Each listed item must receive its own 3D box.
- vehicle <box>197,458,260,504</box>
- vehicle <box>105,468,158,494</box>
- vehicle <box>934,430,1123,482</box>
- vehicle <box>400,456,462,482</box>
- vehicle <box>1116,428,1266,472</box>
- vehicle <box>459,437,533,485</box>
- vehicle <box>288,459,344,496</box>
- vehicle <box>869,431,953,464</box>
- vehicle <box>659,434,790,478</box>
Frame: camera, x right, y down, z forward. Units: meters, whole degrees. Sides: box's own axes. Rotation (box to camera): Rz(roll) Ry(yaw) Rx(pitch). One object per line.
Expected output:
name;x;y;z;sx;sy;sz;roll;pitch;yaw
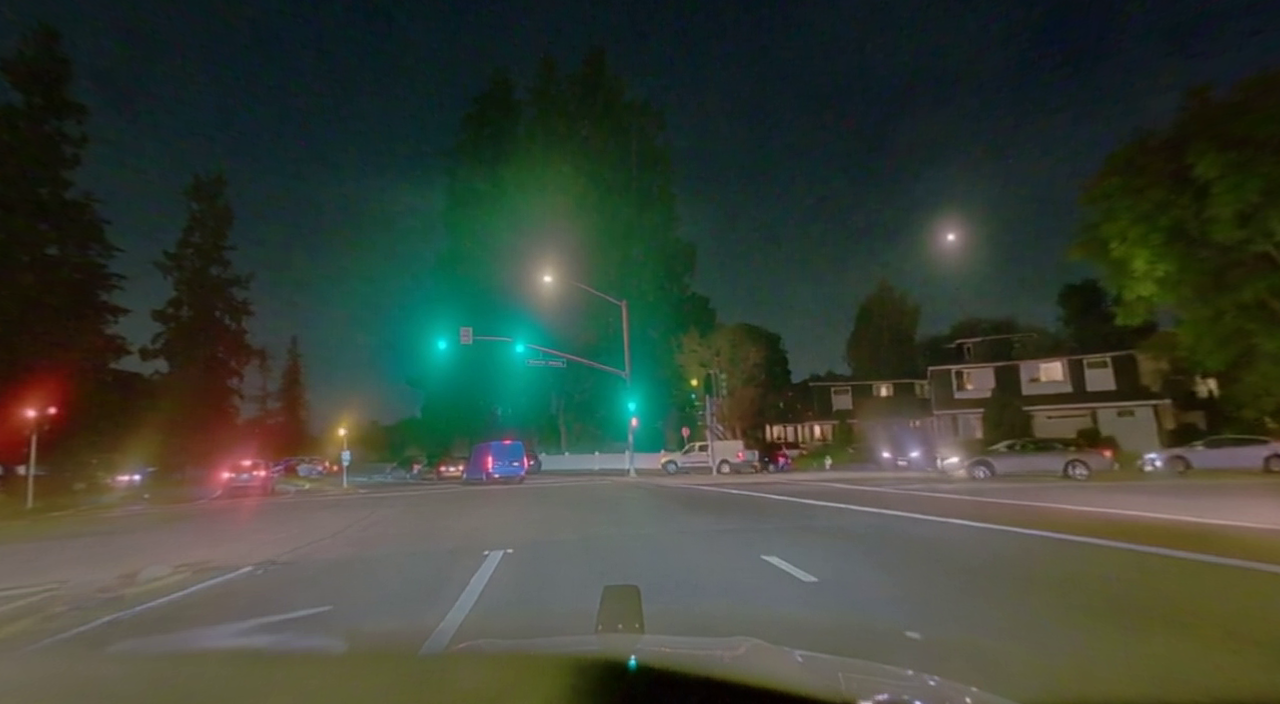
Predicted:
vehicle;-18.206;5.649;28.131;2.078;1.783;4.670;5;-10;-31
vehicle;-36.771;9.359;45.667;4.290;1.497;2.093;-12;-10;38
vehicle;11.873;3.233;19.681;4.509;1.481;2.027;-2;-9;13
vehicle;-12.646;7.013;38.127;2.008;1.445;4.386;7;-11;-40
vehicle;21.298;3.842;24.681;4.082;1.591;1.916;-7;-11;35
vehicle;-7.068;5.226;30.606;2.213;2.124;4.809;4;-10;-28
vehicle;-15.040;5.722;29.200;1.952;1.461;4.377;5;-10;-30
vehicle;16.384;5.767;38.239;4.268;1.765;1.989;-5;-5;33
vehicle;4.229;5.279;32.256;6.104;2.026;2.514;-6;-11;35
